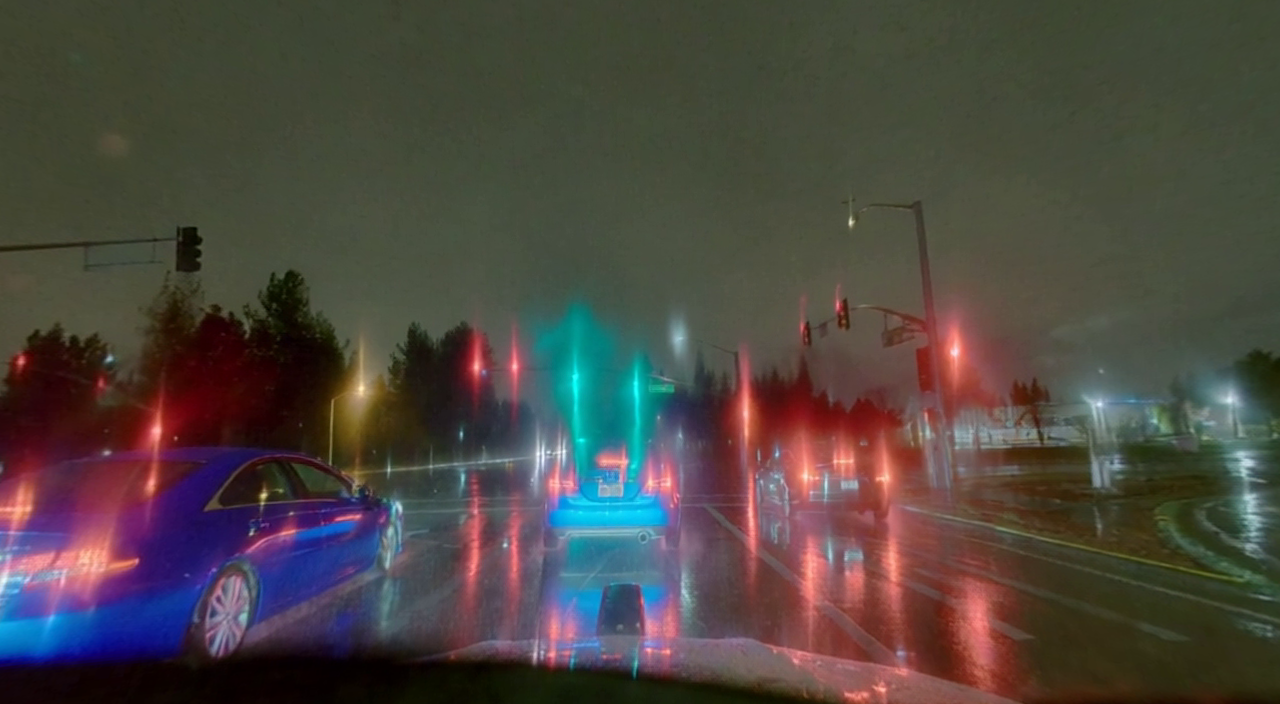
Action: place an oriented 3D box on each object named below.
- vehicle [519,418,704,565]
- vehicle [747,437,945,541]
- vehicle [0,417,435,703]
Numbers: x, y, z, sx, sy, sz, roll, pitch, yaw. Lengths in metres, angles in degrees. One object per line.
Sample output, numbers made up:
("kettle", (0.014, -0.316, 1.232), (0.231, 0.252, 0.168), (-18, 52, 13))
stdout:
("vehicle", (-0.345, 1.830, 8.979), (2.038, 1.599, 3.844), (0, -8, -1))
("vehicle", (3.297, 2.265, 11.190), (1.970, 1.449, 4.433), (0, -8, -1))
("vehicle", (-3.577, 1.413, 5.552), (2.052, 1.472, 4.479), (0, -8, 0))
